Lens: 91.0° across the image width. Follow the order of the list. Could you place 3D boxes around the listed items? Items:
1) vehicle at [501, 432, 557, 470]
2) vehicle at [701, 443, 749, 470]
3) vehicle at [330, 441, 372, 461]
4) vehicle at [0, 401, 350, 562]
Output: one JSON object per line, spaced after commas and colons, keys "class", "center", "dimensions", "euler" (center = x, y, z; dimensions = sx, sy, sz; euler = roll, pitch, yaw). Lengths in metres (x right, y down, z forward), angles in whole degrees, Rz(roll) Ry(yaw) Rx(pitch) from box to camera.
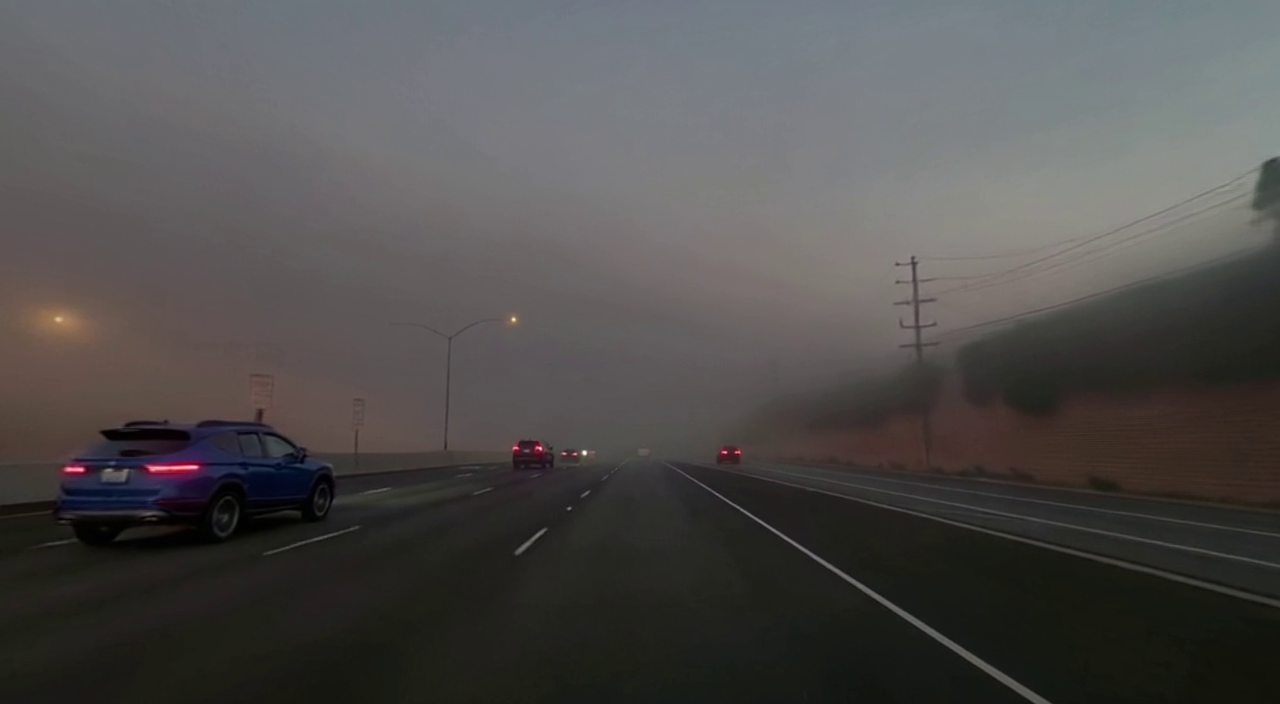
{"class": "vehicle", "center": [-6.202, 5.620, 35.854], "dimensions": [2.255, 1.934, 4.868], "euler": [0, -9, 0]}
{"class": "vehicle", "center": [5.025, 6.257, 37.850], "dimensions": [2.251, 1.520, 4.550], "euler": [1, -9, -1]}
{"class": "vehicle", "center": [-22.419, 7.691, 48.930], "dimensions": [1.553, 1.427, 3.557], "euler": [0, -9, 0]}
{"class": "vehicle", "center": [-6.357, 1.731, 9.080], "dimensions": [2.058, 1.698, 4.567], "euler": [0, -9, 1]}
